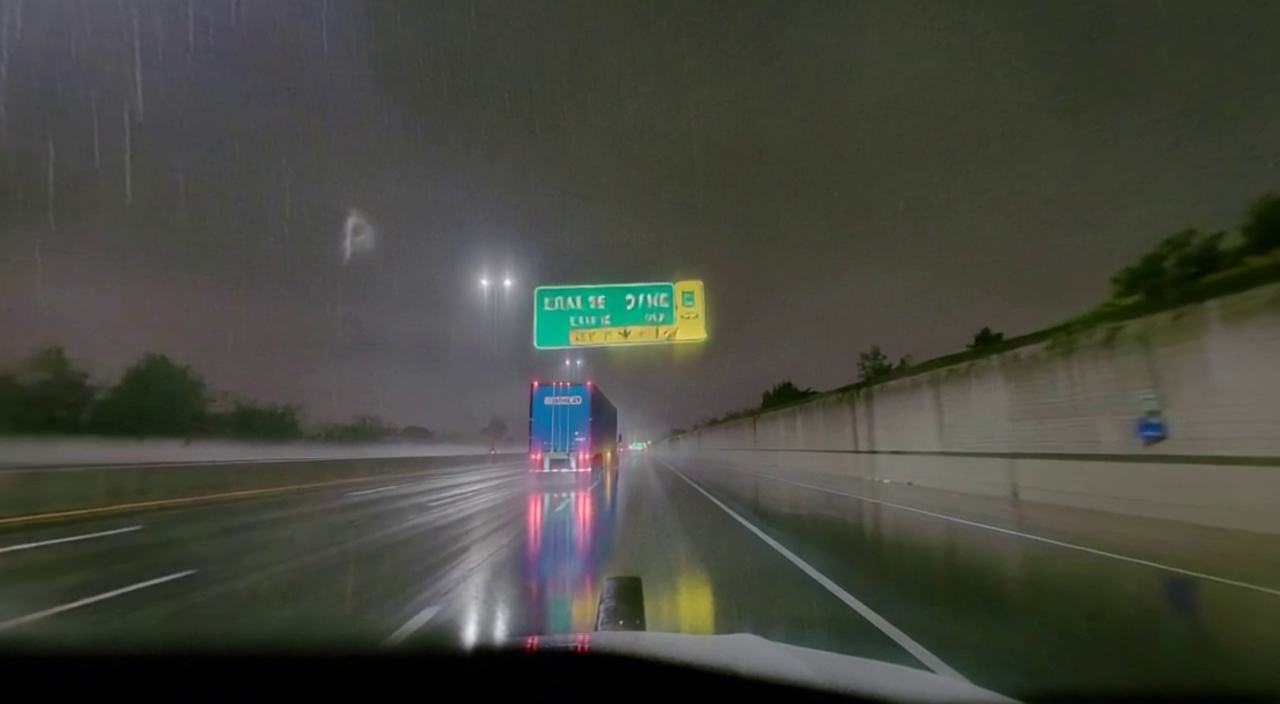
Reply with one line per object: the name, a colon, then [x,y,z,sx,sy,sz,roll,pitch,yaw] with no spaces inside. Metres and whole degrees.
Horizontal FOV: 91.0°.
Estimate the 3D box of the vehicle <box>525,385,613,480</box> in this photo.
vehicle: [-3.206,4.207,31.979,3.059,3.956,11.036,0,-9,0]
